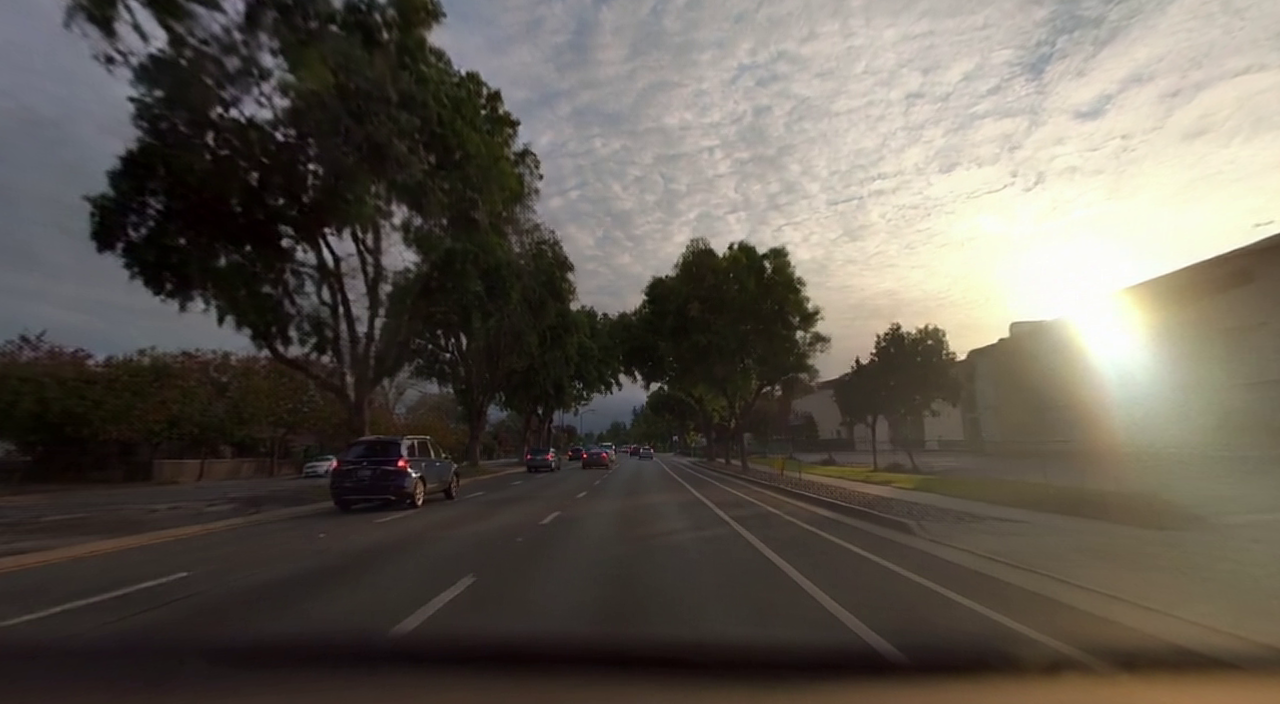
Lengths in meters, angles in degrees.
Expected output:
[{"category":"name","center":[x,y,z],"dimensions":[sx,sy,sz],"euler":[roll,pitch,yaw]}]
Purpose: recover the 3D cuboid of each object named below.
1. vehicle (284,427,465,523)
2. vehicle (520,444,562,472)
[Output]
[{"category":"vehicle","center":[-5.521,2.601,13.869],"dimensions":[2.123,1.761,4.322],"euler":[0,-9,-1]},{"category":"vehicle","center":[-6.351,6.877,41.045],"dimensions":[1.985,1.708,4.310],"euler":[0,-9,1]}]
